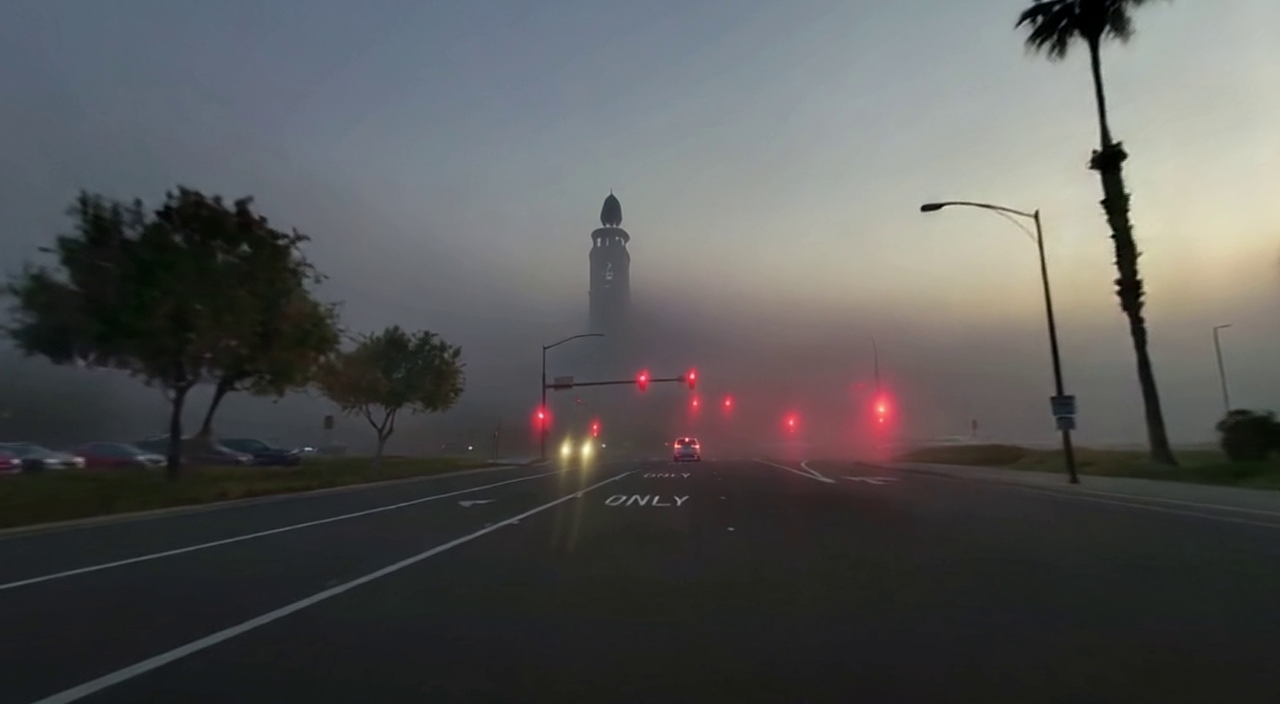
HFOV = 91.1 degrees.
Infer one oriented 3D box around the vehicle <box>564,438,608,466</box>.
[{"bbox_3d":[-4.002,7.568,47.629,2.366,1.941,5.823,-1,-9,4],"label":"vehicle"}]
